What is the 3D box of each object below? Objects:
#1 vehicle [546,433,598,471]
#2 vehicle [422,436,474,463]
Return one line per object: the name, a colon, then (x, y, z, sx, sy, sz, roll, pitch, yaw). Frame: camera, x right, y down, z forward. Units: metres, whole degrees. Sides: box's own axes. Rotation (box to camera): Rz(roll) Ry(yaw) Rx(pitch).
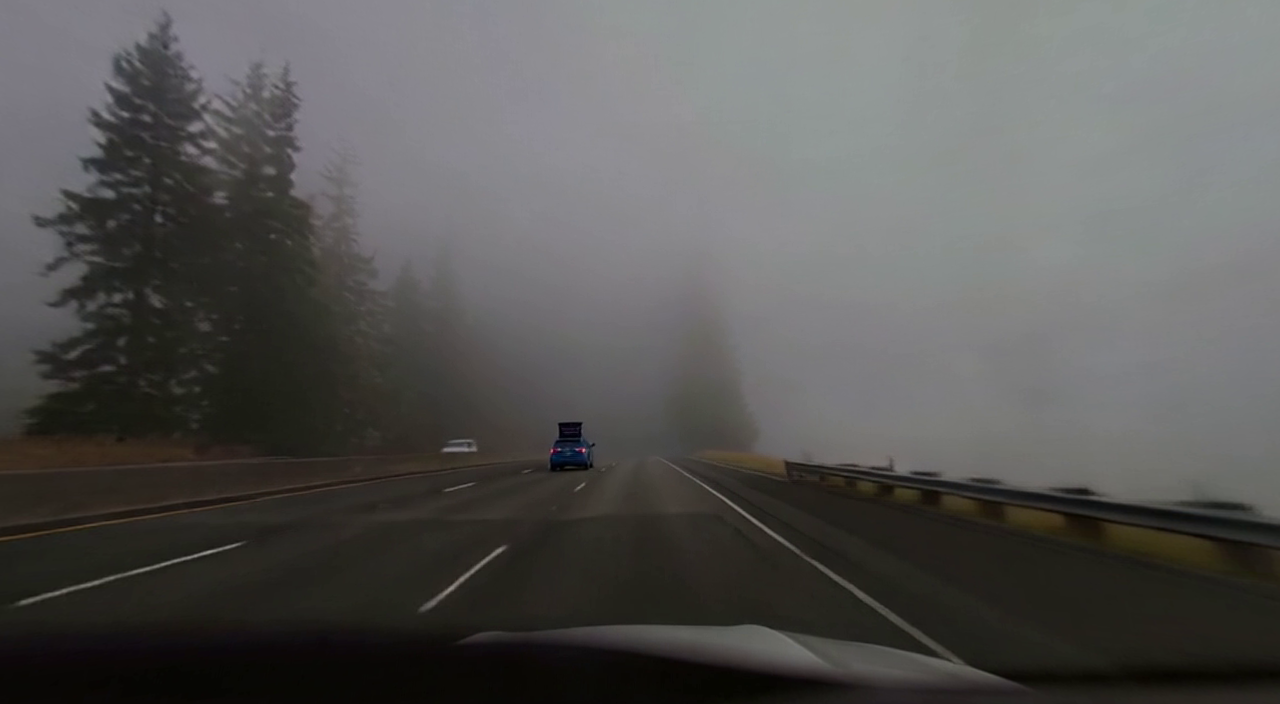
vehicle: (-3.404, 5.125, 32.370, 2.084, 1.752, 4.479, -1, -8, 1)
vehicle: (-13.549, 6.906, 44.651, 2.126, 1.744, 4.816, 0, -8, 1)
